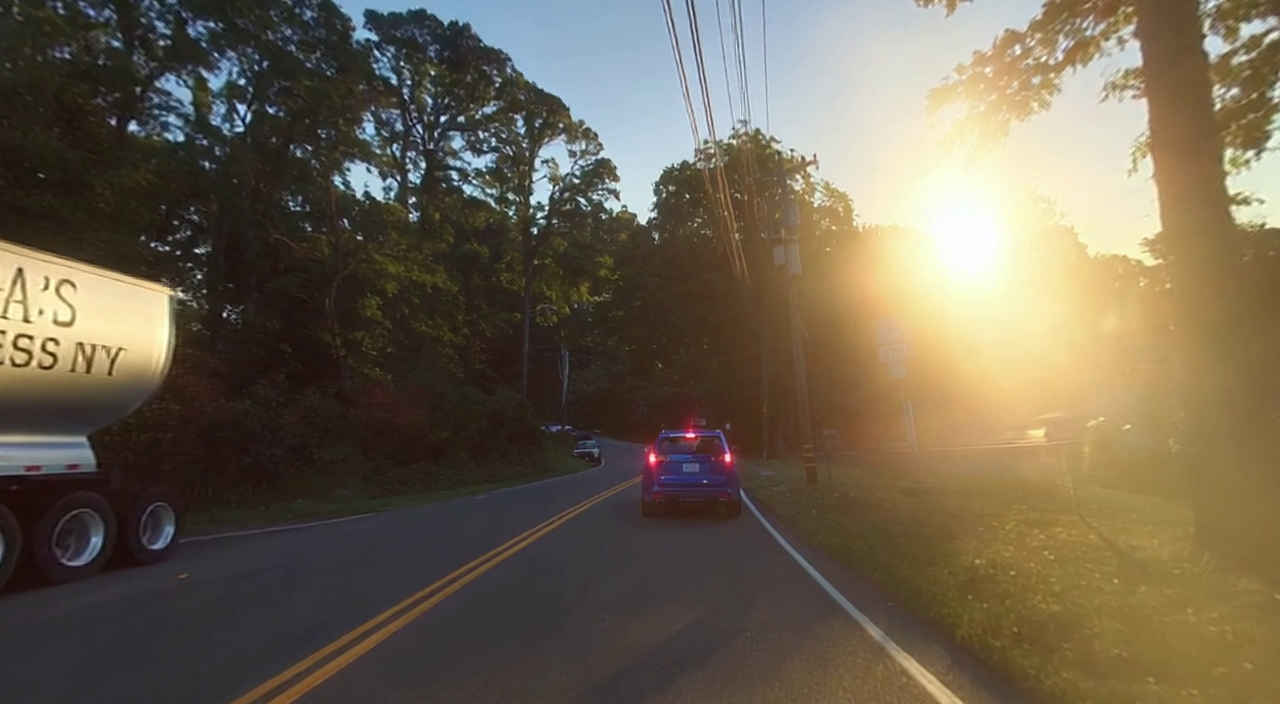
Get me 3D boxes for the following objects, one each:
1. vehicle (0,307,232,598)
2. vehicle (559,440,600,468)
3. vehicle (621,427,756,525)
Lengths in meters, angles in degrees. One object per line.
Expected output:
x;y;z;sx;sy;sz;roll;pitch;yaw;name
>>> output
-8.547;1.172;6.188;3.395;3.071;7.634;-7;-6;6;vehicle
-4.824;7.991;49.629;2.668;1.981;5.575;2;-9;-11;vehicle
0.787;2.207;11.730;2.081;1.503;3.726;0;-8;1;vehicle
